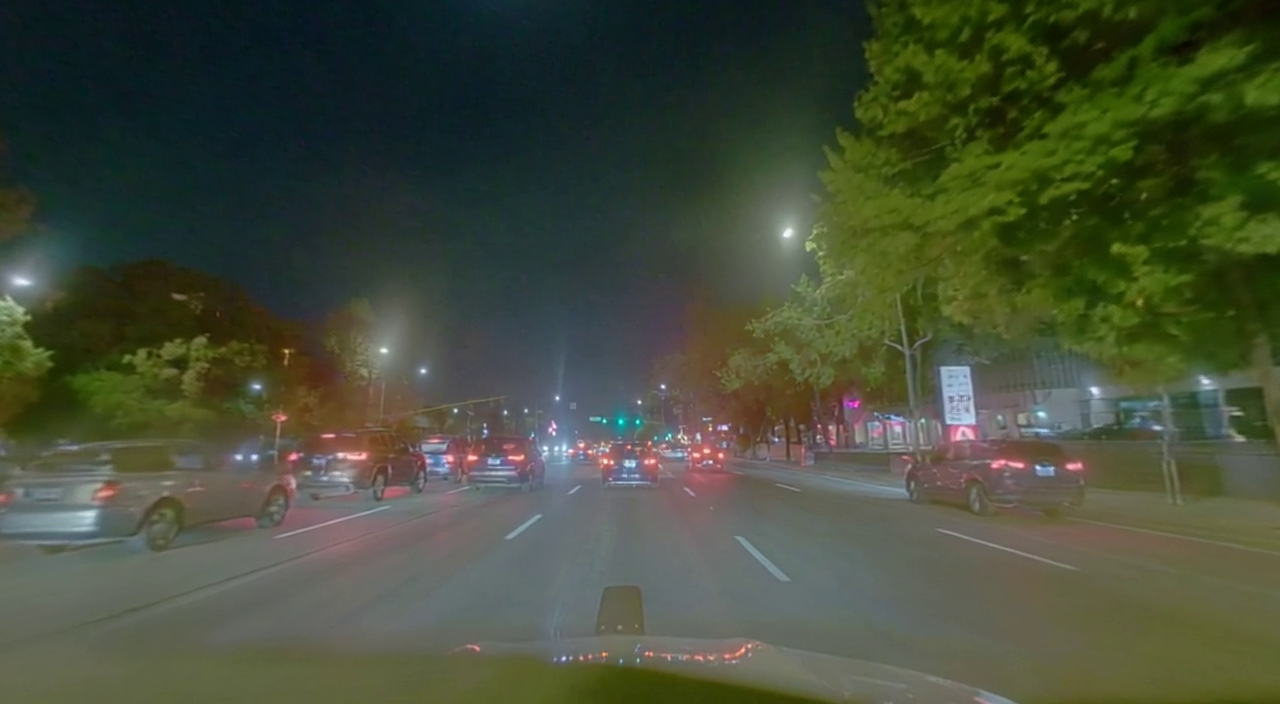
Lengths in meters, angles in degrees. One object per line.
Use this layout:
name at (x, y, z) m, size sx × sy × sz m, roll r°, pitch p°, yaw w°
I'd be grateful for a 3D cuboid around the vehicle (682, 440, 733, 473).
vehicle at (3.255, 5.131, 31.130) m, size 1.905 × 1.473 × 4.183 m, roll 0°, pitch -9°, yaw -2°

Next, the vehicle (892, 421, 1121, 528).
vehicle at (6.683, 2.266, 12.194) m, size 1.889 × 1.681 × 4.120 m, roll 0°, pitch -9°, yaw 0°

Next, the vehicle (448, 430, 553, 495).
vehicle at (-3.851, 3.150, 18.299) m, size 2.009 × 1.619 × 4.376 m, roll 0°, pitch -9°, yaw 1°

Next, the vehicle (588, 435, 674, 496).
vehicle at (-0.250, 3.177, 18.022) m, size 2.161 × 1.501 × 4.184 m, roll 0°, pitch -9°, yaw 0°

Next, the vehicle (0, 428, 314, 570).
vehicle at (-6.837, 1.918, 9.100) m, size 1.877 × 1.493 × 4.624 m, roll 0°, pitch -9°, yaw -1°

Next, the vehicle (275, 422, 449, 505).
vehicle at (-6.784, 2.802, 16.328) m, size 1.864 × 1.737 × 5.689 m, roll 0°, pitch -9°, yaw 1°
